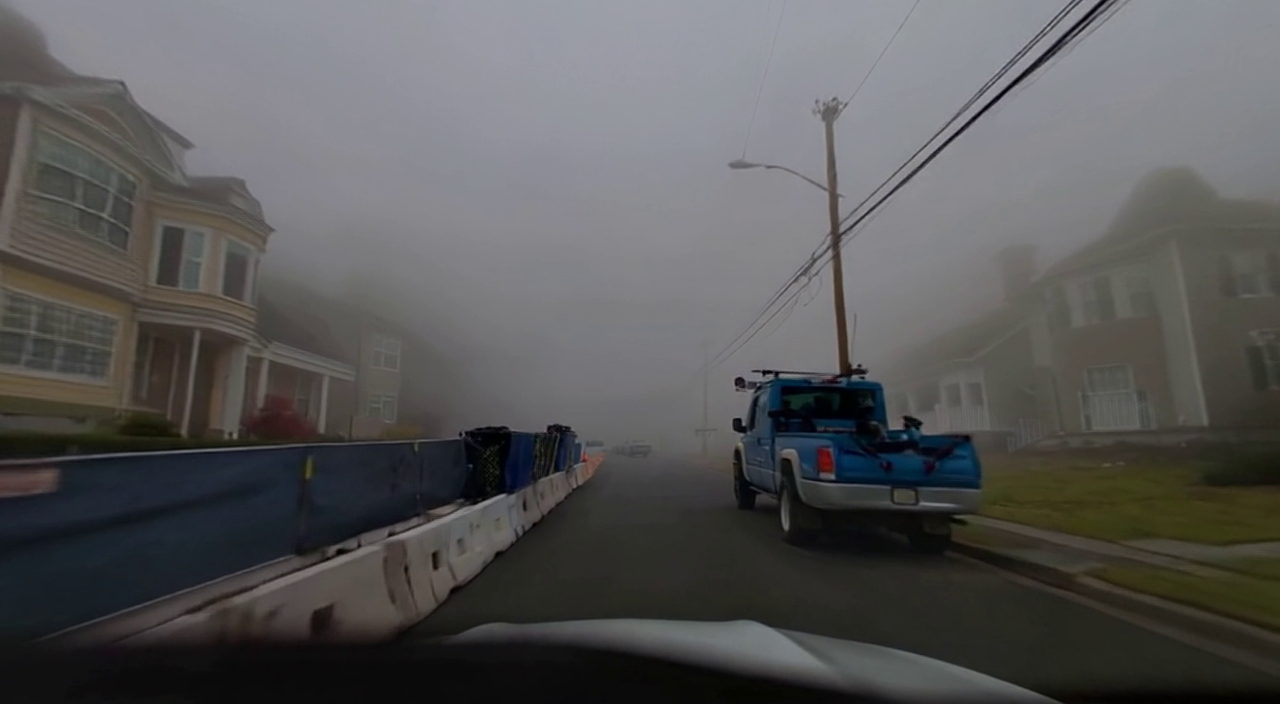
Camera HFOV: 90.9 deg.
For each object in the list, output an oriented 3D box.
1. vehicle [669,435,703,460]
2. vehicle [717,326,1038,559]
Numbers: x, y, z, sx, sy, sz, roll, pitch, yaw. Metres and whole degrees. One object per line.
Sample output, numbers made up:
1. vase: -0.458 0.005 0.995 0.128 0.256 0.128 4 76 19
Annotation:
1. vehicle: 3.361 7.102 47.124 2.066 1.739 4.234 0 -8 -2
2. vehicle: 3.240 1.476 10.753 2.879 2.801 6.142 0 -8 -2
